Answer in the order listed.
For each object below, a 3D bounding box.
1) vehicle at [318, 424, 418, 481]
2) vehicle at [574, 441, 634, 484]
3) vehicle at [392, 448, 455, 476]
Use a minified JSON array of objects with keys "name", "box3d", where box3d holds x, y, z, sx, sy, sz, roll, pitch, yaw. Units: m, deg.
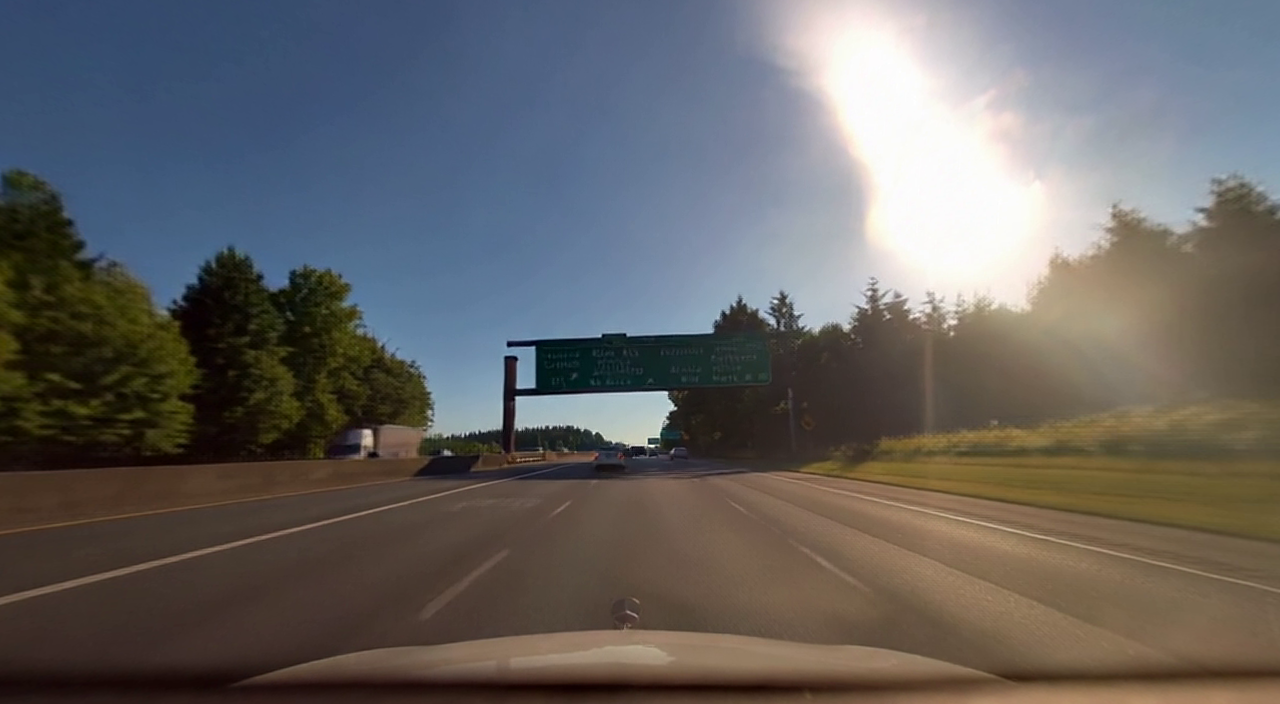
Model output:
[{"name":"vehicle","box3d":[-16.183,6.063,38.209,2.625,3.031,7.427,0,-9,1]},{"name":"vehicle","box3d":[-1.339,4.357,25.020,1.936,1.545,4.116,-1,-9,3]},{"name":"vehicle","box3d":[-12.187,6.191,35.778,1.892,1.493,4.444,0,-9,1]}]
